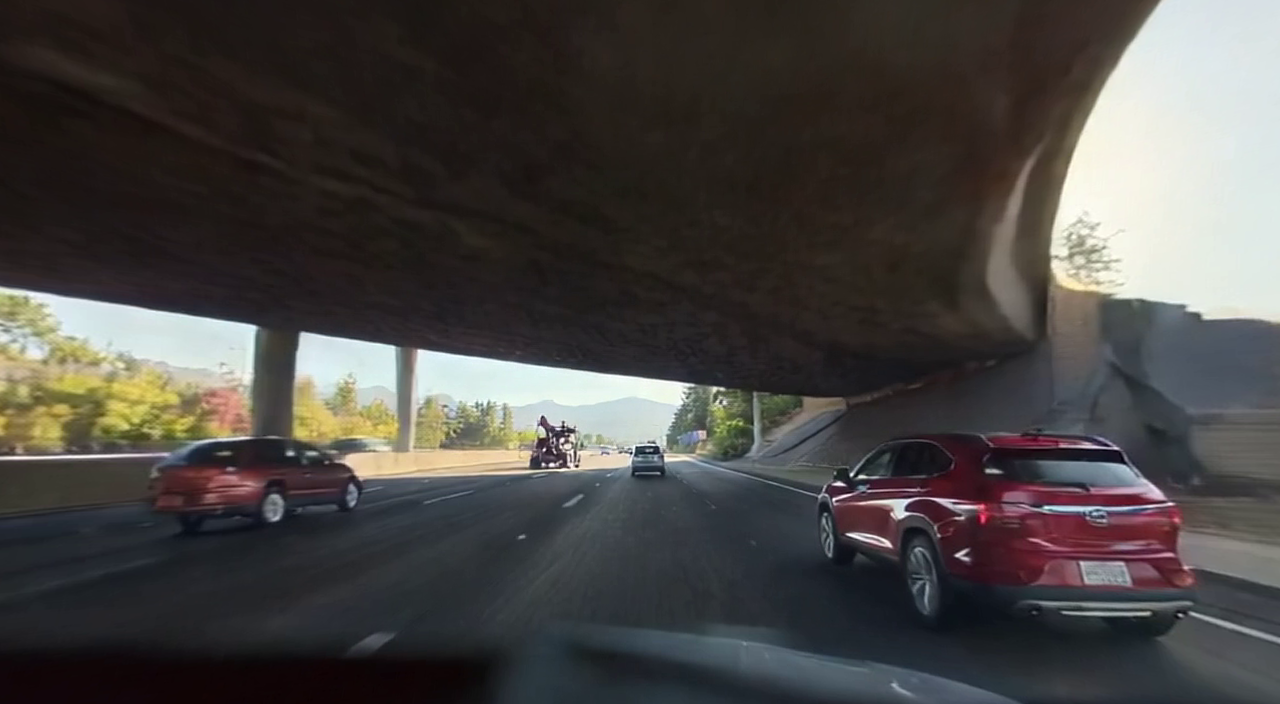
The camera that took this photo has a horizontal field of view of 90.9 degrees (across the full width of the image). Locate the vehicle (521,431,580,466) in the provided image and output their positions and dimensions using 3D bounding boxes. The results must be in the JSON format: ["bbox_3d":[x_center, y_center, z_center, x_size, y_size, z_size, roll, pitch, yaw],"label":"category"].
[{"bbox_3d":[-6.115,6.734,44.217,2.827,2.236,7.057,0,-8,2],"label":"vehicle"}]

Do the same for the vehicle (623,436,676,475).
[{"bbox_3d":[0.478,4.898,30.057,2.336,1.722,4.212,0,-8,1],"label":"vehicle"}]

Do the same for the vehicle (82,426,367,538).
[{"bbox_3d":[-7.176,2.262,11.683,2.115,1.644,4.513,0,-8,1],"label":"vehicle"}]
